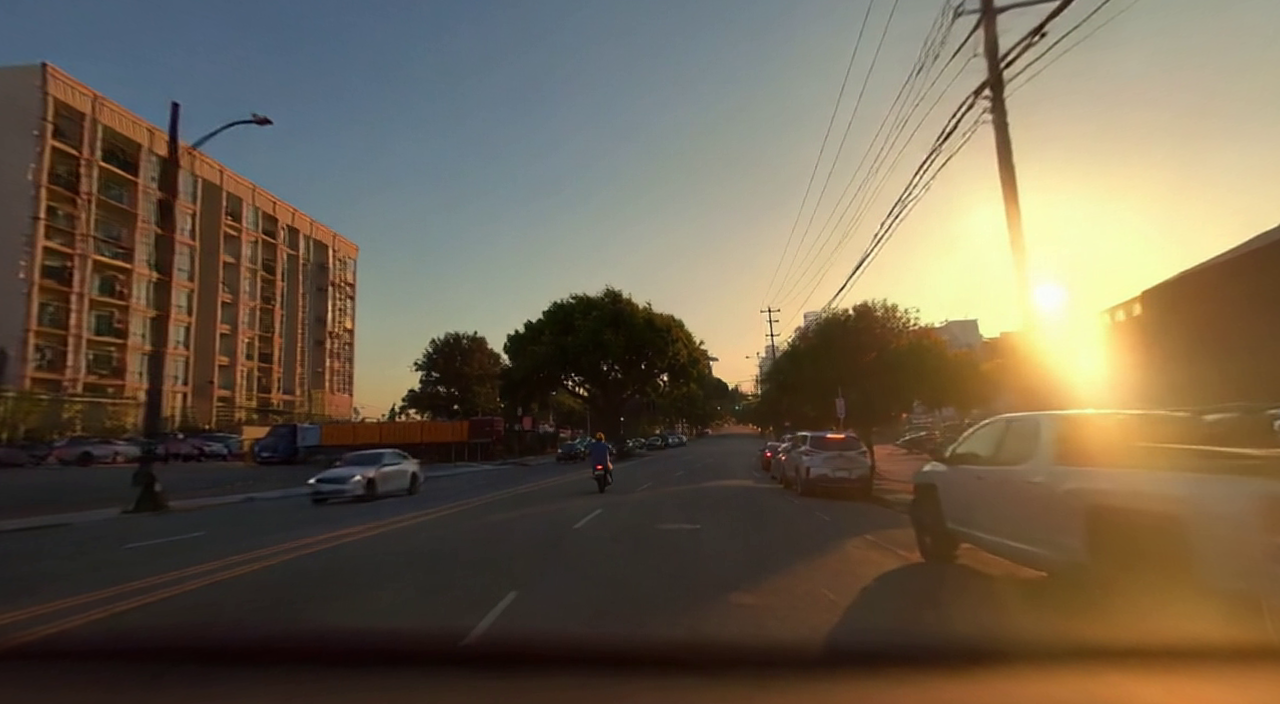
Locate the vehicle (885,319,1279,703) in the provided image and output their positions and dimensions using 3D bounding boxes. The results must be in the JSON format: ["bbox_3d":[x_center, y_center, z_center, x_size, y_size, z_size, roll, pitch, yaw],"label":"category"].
[{"bbox_3d":[3.864,1.117,4.837,2.171,1.832,5.180,-1,-8,4],"label":"vehicle"}]

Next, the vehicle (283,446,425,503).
[{"bbox_3d":[-8.801,3.769,19.997,1.905,1.536,4.714,-1,-8,6],"label":"vehicle"}]

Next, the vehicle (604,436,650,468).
[{"bbox_3d":[-0.647,5.454,34.549,1.925,1.602,4.090,-1,-8,8],"label":"vehicle"}]

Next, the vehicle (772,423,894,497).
[{"bbox_3d":[5.371,3.076,18.448,2.387,1.820,5.286,-1,-8,6],"label":"vehicle"}]

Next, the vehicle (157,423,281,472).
[{"bbox_3d":[-26.963,6.157,40.896,2.933,2.907,6.416,-2,-8,9],"label":"vehicle"}]

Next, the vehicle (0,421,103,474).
[{"bbox_3d":[-43.262,6.910,45.901,3.045,3.446,8.002,2,-9,-15],"label":"vehicle"}]

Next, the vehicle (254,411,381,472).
[{"bbox_3d":[-20.652,5.782,41.251,3.283,3.441,8.669,-2,-7,4],"label":"vehicle"}]

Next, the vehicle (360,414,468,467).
[{"bbox_3d":[-14.622,5.913,42.020,2.990,3.144,9.080,-1,-8,6],"label":"vehicle"}]

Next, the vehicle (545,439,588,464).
[{"bbox_3d":[-5.332,7.303,46.545,2.053,1.771,4.684,-1,-8,8],"label":"vehicle"}]
